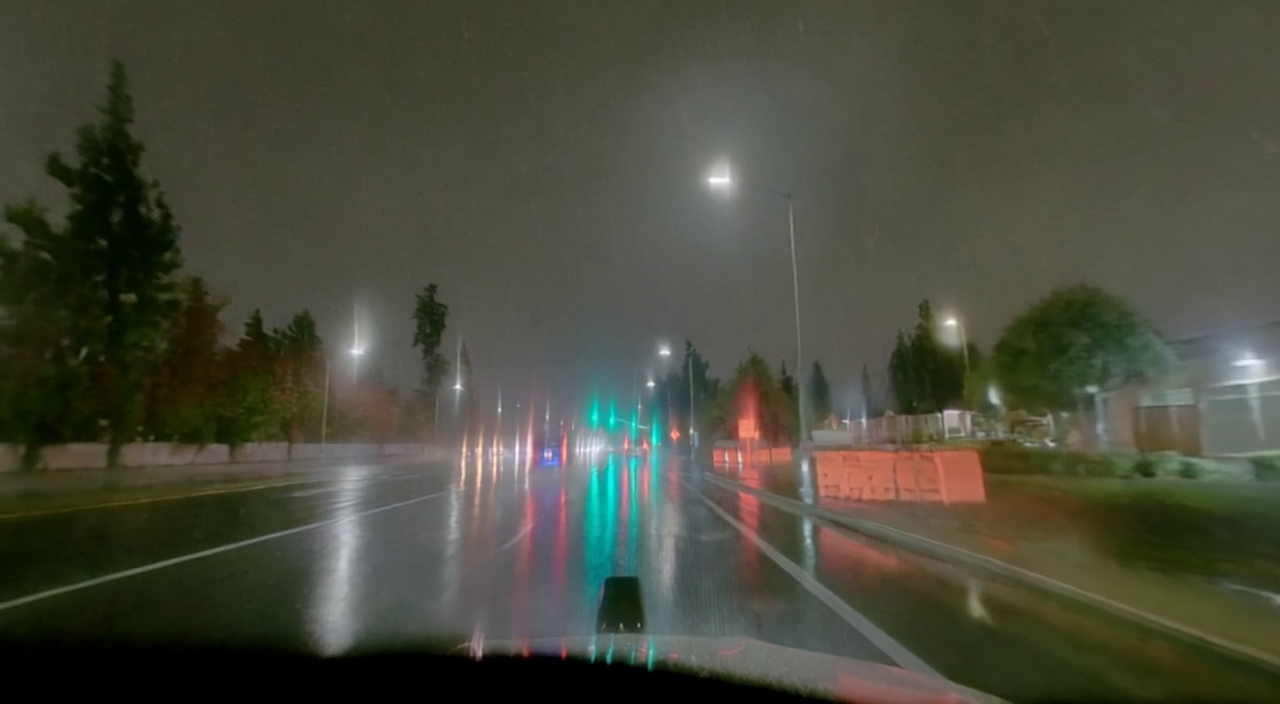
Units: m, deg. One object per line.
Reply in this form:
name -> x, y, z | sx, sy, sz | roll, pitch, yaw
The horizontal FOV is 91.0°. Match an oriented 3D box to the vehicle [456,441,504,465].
vehicle -> -10.698, 6.786, 42.504 | 2.009, 1.541, 4.753 | 0, -9, -1

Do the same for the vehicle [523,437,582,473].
vehicle -> -4.391, 5.241, 32.253 | 2.198, 1.663, 4.519 | 0, -8, 2

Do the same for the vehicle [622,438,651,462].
vehicle -> -0.278, 7.601, 48.870 | 2.135, 1.711, 4.124 | 0, -9, 0
